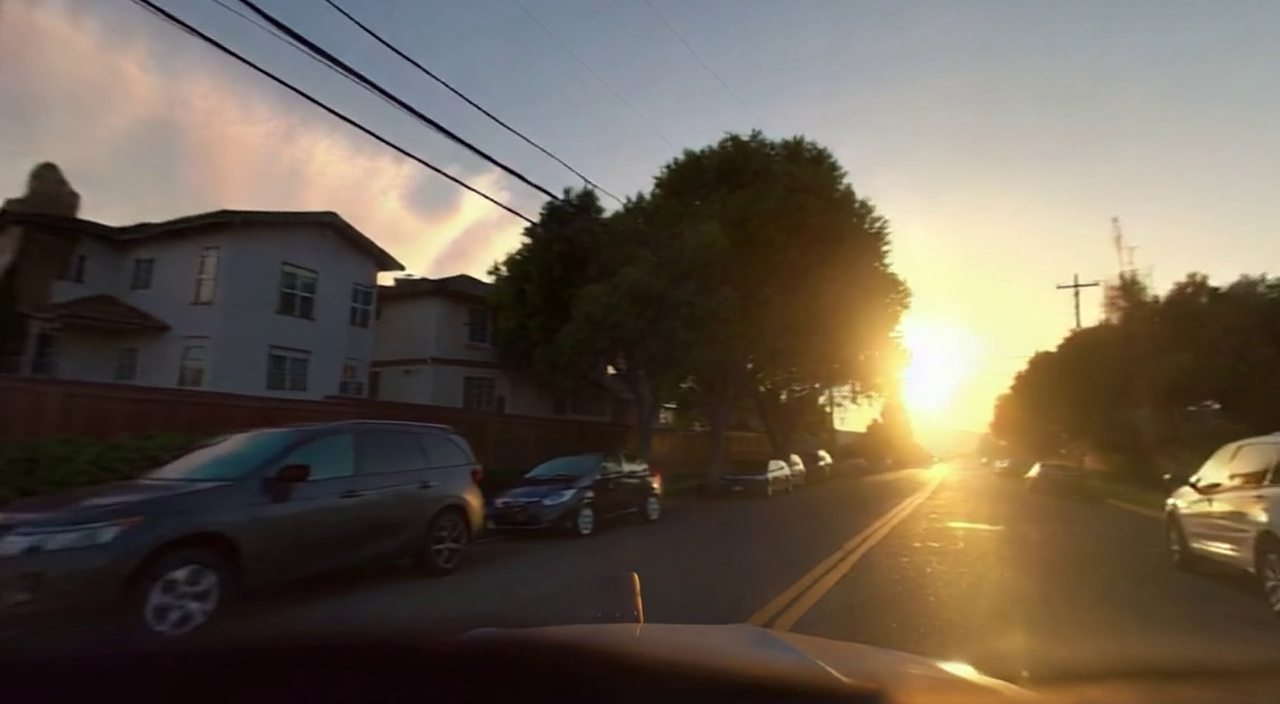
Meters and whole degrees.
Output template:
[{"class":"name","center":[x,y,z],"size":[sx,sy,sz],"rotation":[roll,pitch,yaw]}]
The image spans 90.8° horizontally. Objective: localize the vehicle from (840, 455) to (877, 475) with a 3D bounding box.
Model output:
[{"class":"vehicle","center":[17.307,8.898,49.949],"size":[1.960,1.460,4.425],"rotation":[-4,-10,29]}]

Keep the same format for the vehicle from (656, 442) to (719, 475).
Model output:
[{"class":"vehicle","center":[3.043,6.534,38.995],"size":[2.232,1.836,5.443],"rotation":[-3,-9,23]}]

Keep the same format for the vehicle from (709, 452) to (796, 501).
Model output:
[{"class":"vehicle","center":[4.194,4.412,22.886],"size":[1.897,1.523,4.626],"rotation":[-4,-10,25]}]

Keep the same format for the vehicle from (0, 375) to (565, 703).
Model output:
[{"class":"vehicle","center":[-3.365,1.517,6.939],"size":[2.385,1.967,5.971],"rotation":[-4,-8,23]}]

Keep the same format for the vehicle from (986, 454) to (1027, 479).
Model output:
[{"class":"vehicle","center":[27.164,8.431,46.979],"size":[2.310,1.527,4.705],"rotation":[-2,-8,27]}]

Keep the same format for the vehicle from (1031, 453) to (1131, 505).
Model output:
[{"class":"vehicle","center":[14.936,4.249,21.656],"size":[1.870,1.536,4.568],"rotation":[-4,-9,24]}]

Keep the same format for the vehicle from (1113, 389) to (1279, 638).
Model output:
[{"class":"vehicle","center":[6.941,1.516,6.468],"size":[2.226,1.928,5.339],"rotation":[-4,-9,25]}]
